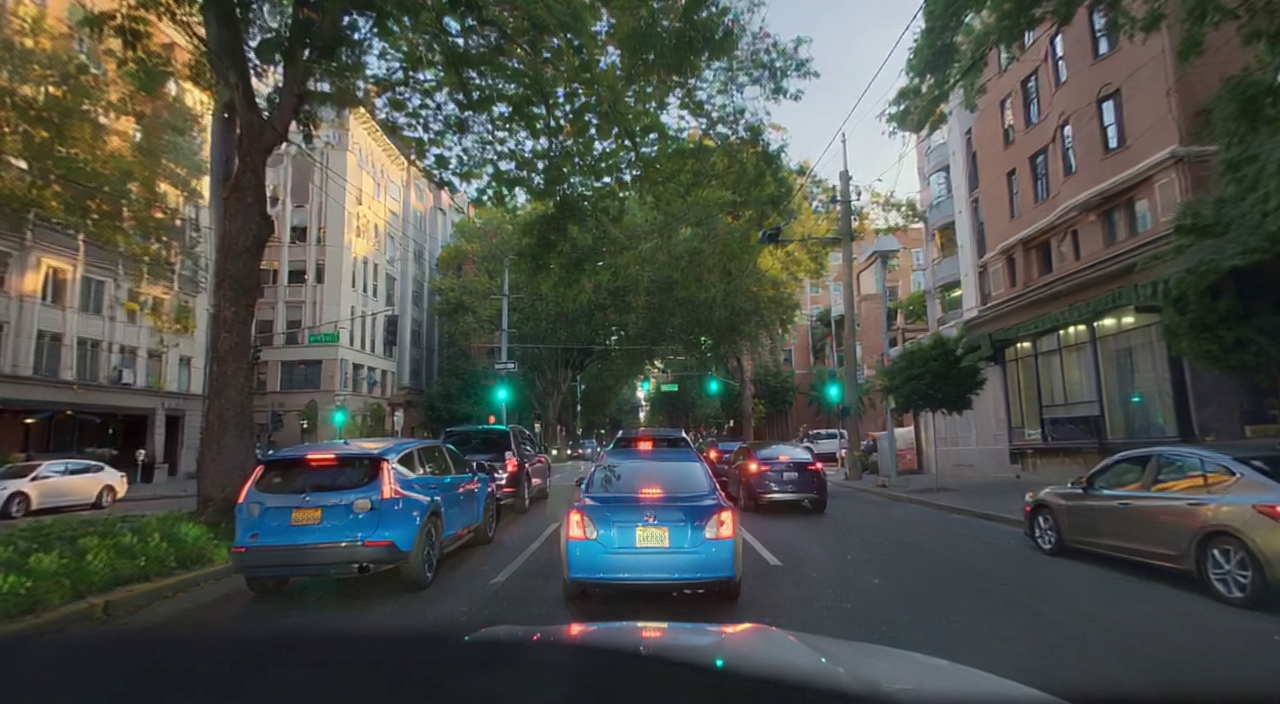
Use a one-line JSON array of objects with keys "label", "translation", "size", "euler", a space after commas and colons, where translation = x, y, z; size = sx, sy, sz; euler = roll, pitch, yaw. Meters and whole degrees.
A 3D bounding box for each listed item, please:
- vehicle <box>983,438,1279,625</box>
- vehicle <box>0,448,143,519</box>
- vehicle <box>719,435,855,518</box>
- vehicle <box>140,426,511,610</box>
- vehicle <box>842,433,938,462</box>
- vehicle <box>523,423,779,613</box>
[{"label": "vehicle", "translation": [5.966, 1.697, 6.886], "size": [1.873, 1.453, 4.579], "euler": [0, -9, 0]}, {"label": "vehicle", "translation": [-16.235, 3.446, 17.018], "size": [1.914, 1.690, 4.461], "euler": [0, -9, 1]}, {"label": "vehicle", "translation": [2.991, 2.617, 13.775], "size": [2.018, 1.529, 3.880], "euler": [0, -9, 0]}, {"label": "vehicle", "translation": [-3.010, 1.680, 7.288], "size": [2.131, 1.486, 4.089], "euler": [0, -9, 1]}, {"label": "vehicle", "translation": [16.363, 6.266, 41.524], "size": [5.345, 1.811, 2.175], "euler": [0, -9, -1]}, {"label": "vehicle", "translation": [0.084, 1.589, 6.837], "size": [2.022, 1.481, 3.564], "euler": [0, -9, 0]}]
